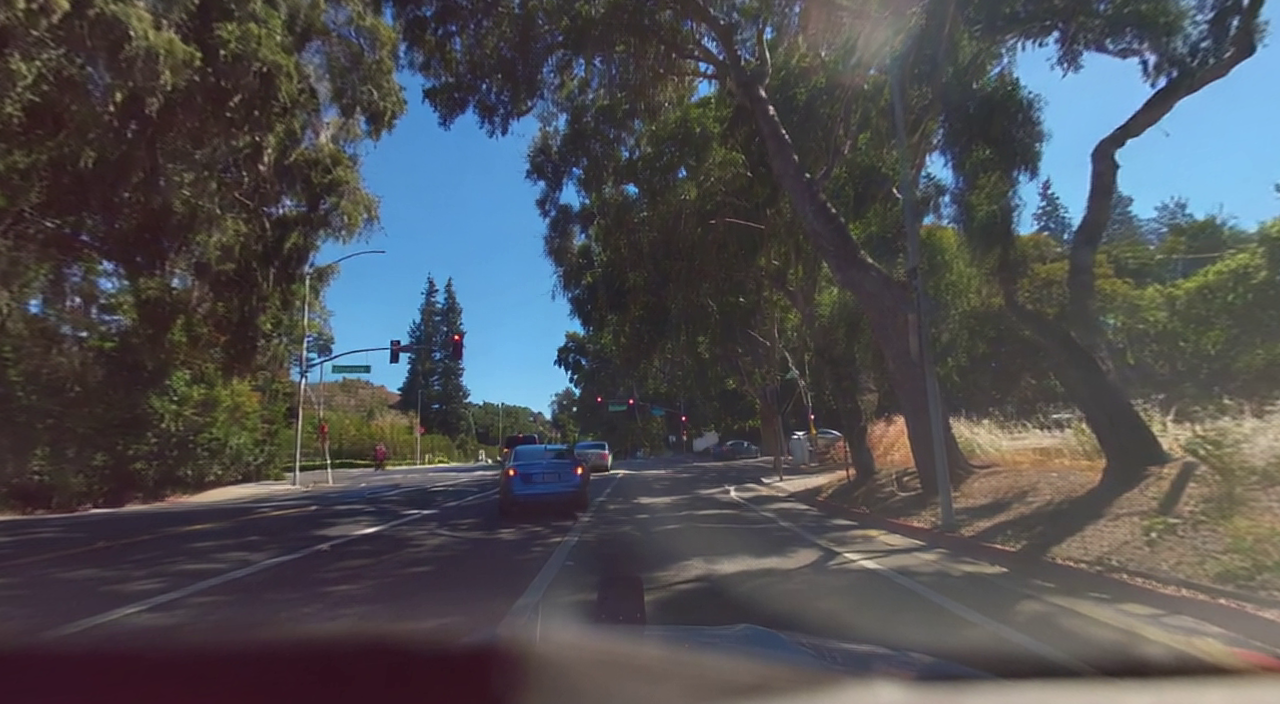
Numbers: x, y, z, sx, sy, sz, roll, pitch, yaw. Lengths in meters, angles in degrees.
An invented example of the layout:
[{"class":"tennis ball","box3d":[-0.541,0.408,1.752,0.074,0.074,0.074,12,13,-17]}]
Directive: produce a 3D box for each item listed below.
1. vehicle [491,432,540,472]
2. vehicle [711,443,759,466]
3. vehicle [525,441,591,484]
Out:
[{"class":"vehicle","box3d":[-6.849,5.525,34.973,2.390,2.020,5.085,1,-9,-10]},{"class":"vehicle","box3d":[6.173,6.580,40.647,1.945,1.410,4.284,-4,-9,24]},{"class":"vehicle","box3d":[-3.066,4.223,24.463,1.979,1.492,3.930,0,-9,1]}]
